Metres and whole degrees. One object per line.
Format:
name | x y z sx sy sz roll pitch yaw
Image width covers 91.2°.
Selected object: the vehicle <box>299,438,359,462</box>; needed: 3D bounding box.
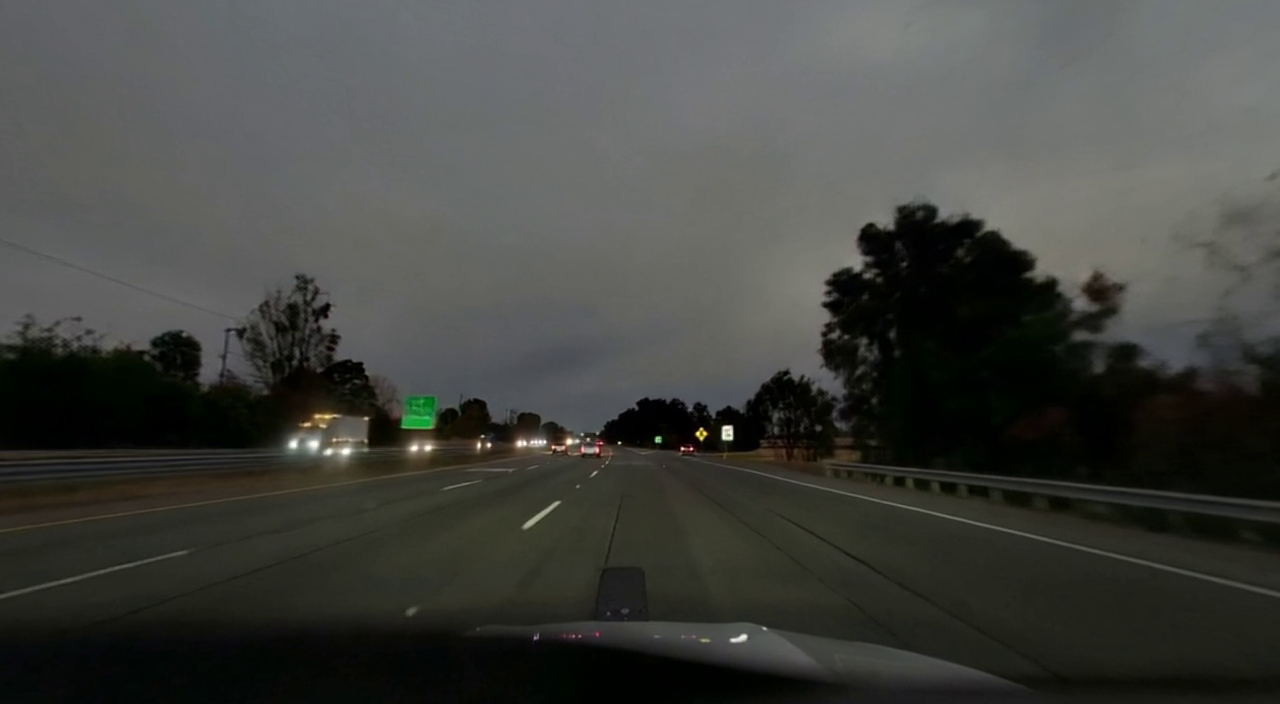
vehicle | -21.303 6.739 43.167 1.890 1.528 4.519 0 -8 -1
